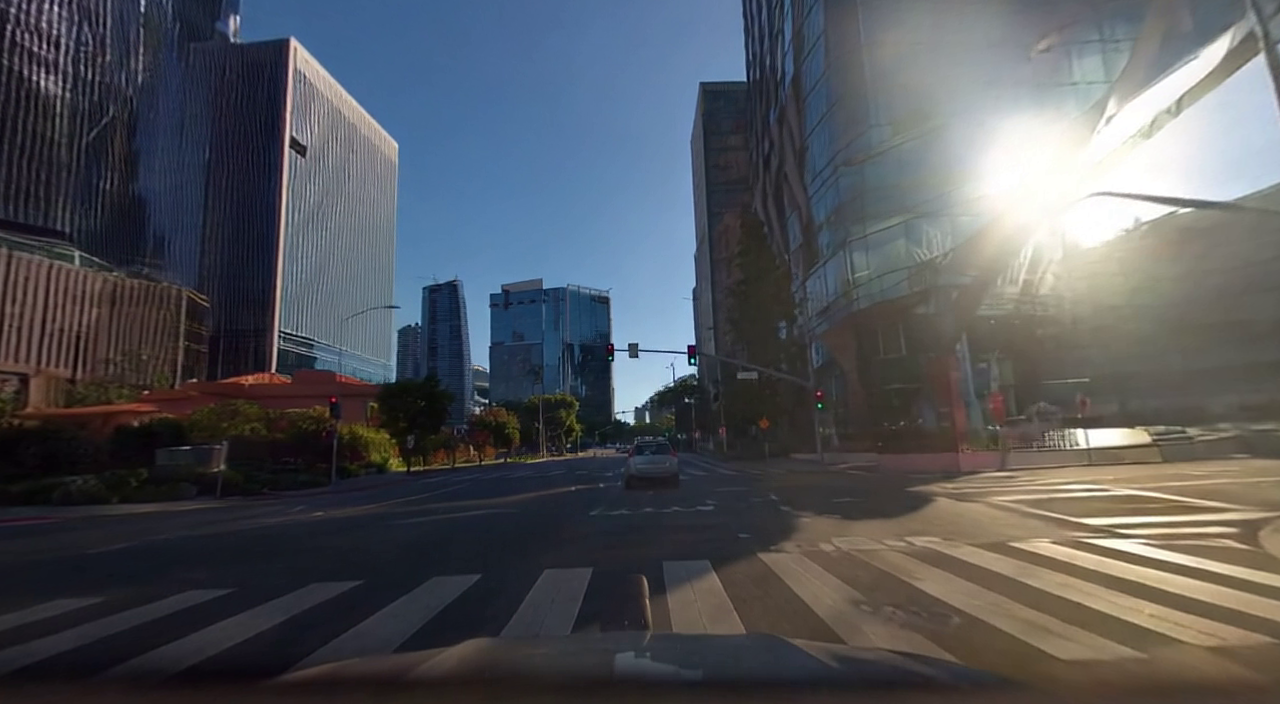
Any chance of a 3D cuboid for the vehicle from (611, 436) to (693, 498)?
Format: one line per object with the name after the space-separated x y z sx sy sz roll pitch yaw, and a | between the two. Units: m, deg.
0.264 3.387 18.951 2.184 1.640 4.086 0 -8 -2 | vehicle
